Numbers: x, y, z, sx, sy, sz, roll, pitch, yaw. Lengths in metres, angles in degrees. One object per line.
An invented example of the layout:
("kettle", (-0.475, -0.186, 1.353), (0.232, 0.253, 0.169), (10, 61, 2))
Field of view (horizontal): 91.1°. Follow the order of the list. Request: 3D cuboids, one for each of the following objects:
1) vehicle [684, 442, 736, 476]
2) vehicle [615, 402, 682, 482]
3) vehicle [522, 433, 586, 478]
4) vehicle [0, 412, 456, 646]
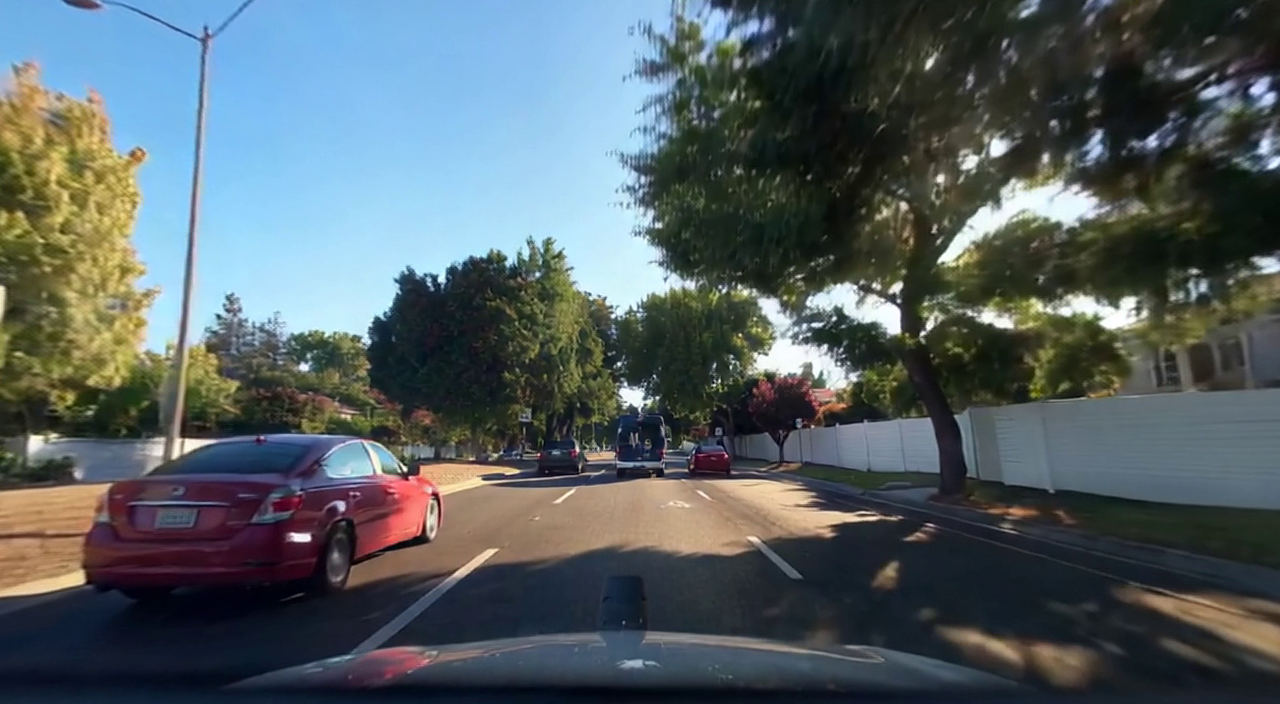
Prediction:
("vehicle", (3.243, 5.045, 29.889), (1.945, 1.469, 4.258), (1, -8, -1))
("vehicle", (0.186, 3.546, 24.756), (2.311, 2.726, 5.814), (1, -8, -2))
("vehicle", (-3.527, 4.329, 26.469), (2.021, 1.715, 4.329), (0, -8, 1))
("vehicle", (-3.618, 1.475, 6.410), (2.036, 1.474, 4.647), (1, -8, 0))
